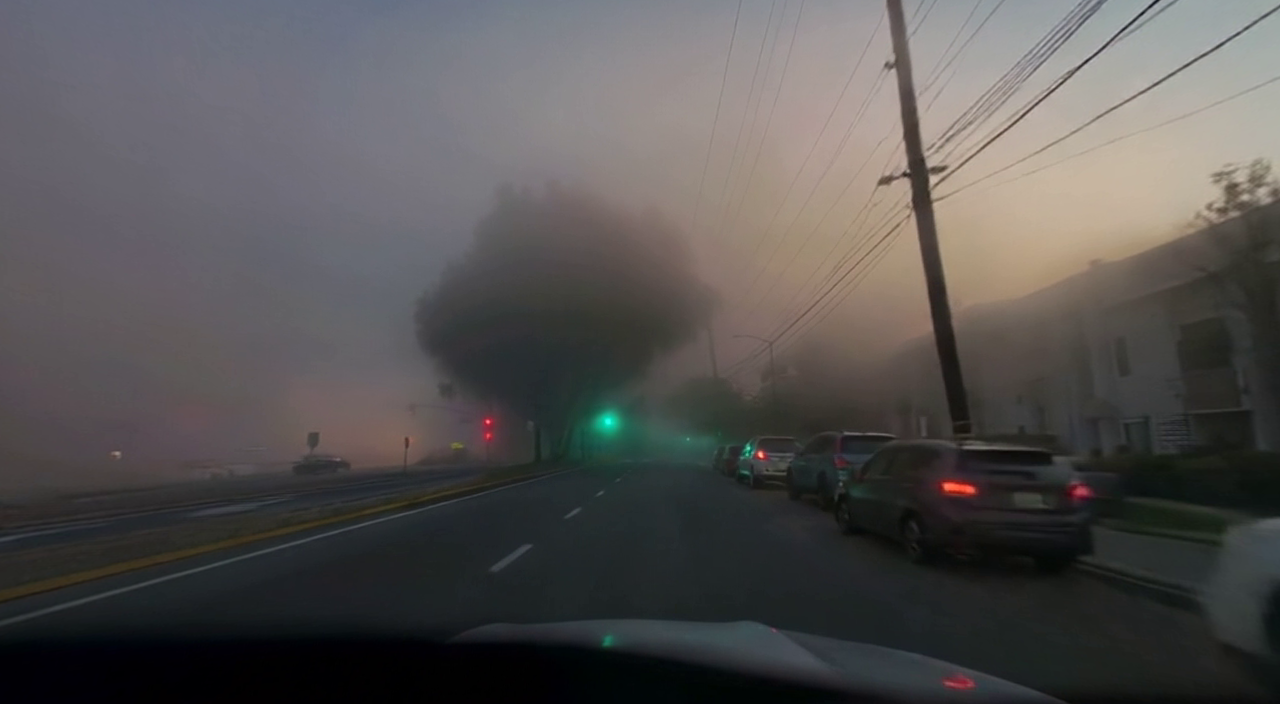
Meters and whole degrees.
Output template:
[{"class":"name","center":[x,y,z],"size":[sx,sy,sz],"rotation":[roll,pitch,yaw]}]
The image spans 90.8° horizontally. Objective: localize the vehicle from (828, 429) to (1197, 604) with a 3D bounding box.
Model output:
[{"class":"vehicle","center":[4.008,1.806,8.065],"size":[1.925,1.505,4.895],"rotation":[0,-8,3]}]

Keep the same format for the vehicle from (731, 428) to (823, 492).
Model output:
[{"class":"vehicle","center":[4.566,3.687,21.915],"size":[2.056,1.941,4.955],"rotation":[0,-8,0]}]
